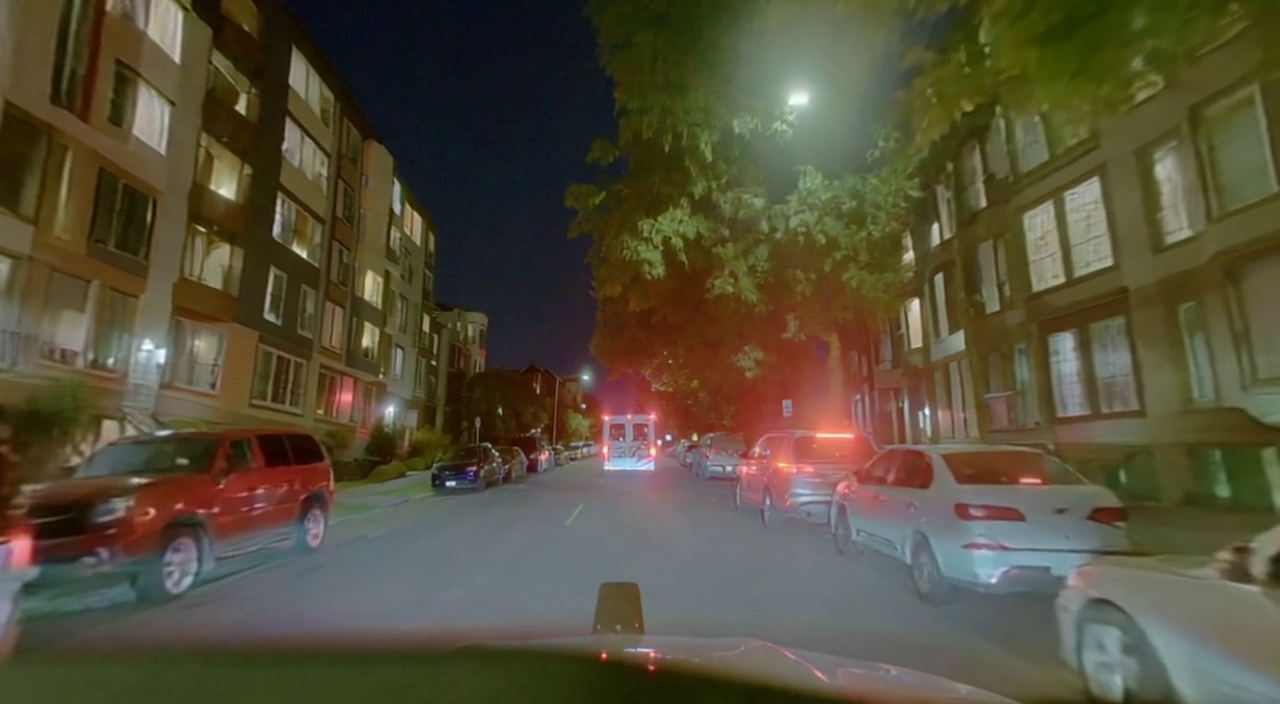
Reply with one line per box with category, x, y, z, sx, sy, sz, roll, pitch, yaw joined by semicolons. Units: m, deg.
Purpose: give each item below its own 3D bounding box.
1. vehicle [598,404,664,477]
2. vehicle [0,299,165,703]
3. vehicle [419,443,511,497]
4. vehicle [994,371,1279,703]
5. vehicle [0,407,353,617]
vehicle;-0.398;4.267;30.300;2.754;3.008;7.730;0;-8;-1
vehicle;-3.018;0.519;0.466;2.029;1.802;4.229;0;-8;-1
vehicle;-5.870;3.966;21.788;1.967;1.492;4.781;-4;-8;-3
vehicle;3.209;0.807;1.592;2.035;1.549;4.373;3;-8;-2
vehicle;-5.398;1.715;7.696;1.923;1.755;4.316;-2;-8;-2
